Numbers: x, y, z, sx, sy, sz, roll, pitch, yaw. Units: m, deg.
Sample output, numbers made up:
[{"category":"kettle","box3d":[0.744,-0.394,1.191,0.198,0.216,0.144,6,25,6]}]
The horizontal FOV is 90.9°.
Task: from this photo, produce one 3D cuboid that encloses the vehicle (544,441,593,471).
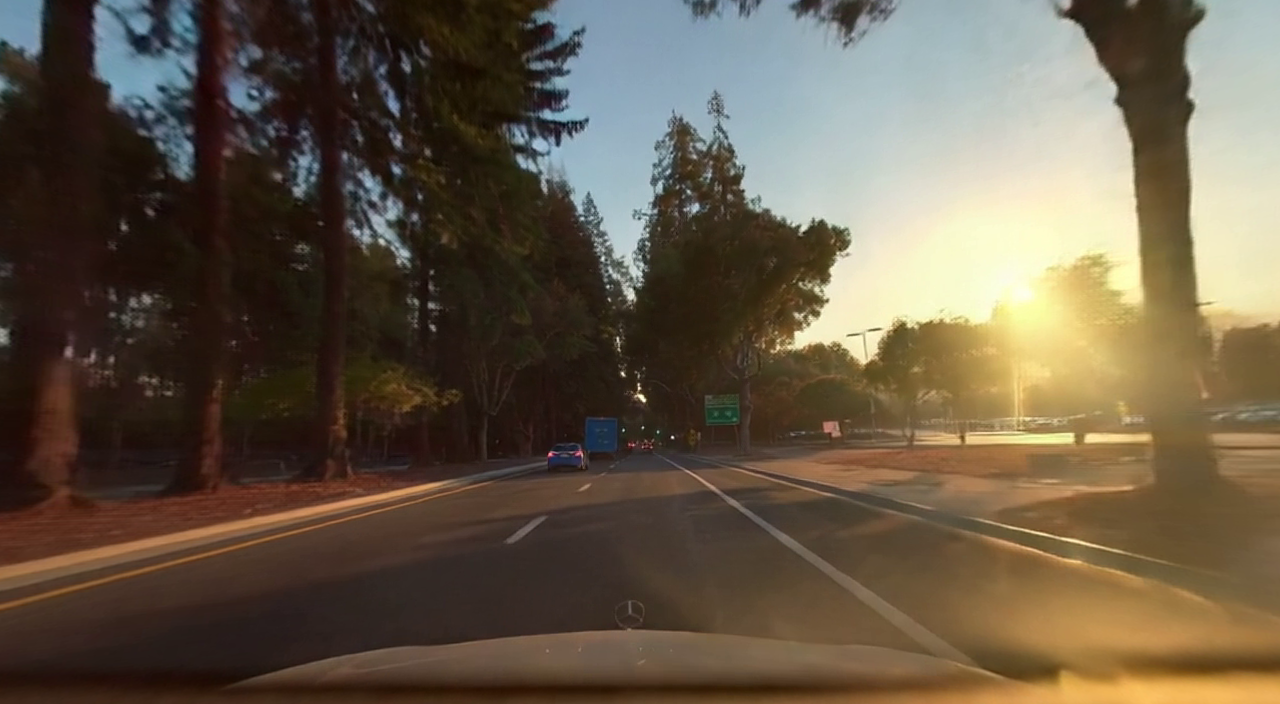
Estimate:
[{"category":"vehicle","box3d":[-3.648,5.389,32.932,2.005,1.462,4.345,0,-8,0]}]
